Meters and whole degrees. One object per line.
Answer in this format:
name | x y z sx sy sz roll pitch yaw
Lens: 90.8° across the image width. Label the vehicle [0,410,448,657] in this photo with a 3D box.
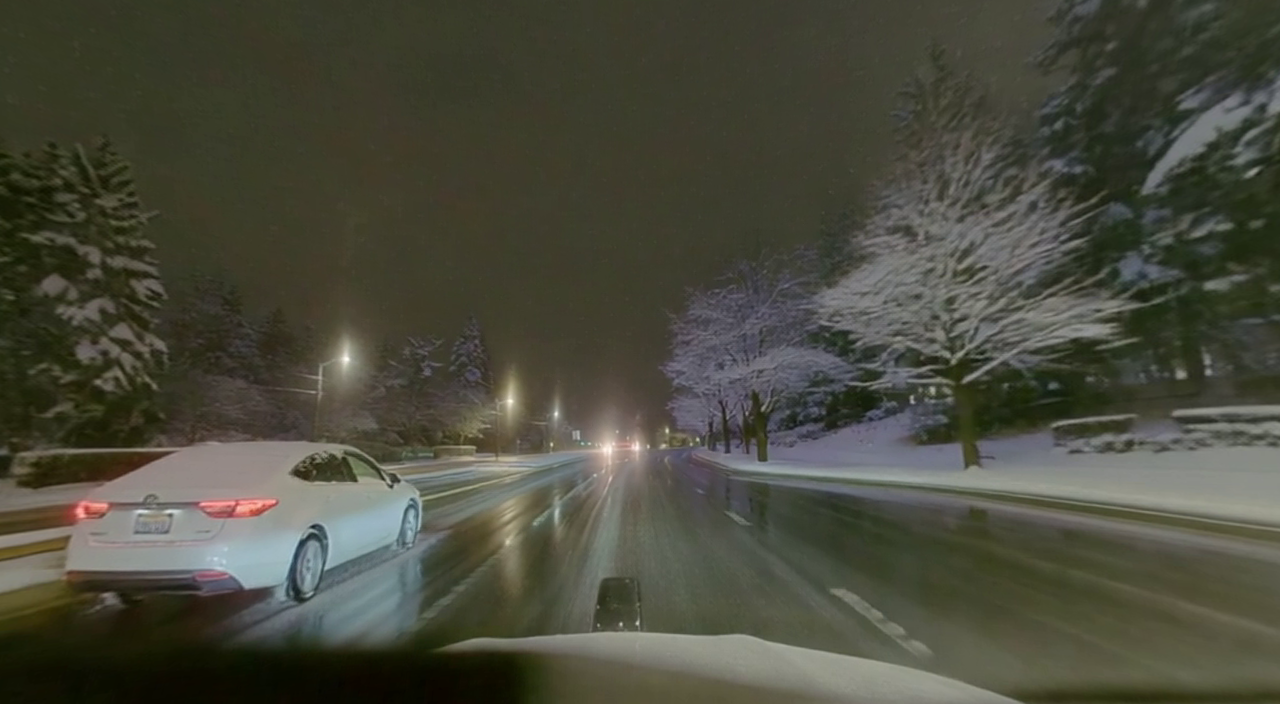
vehicle | -3.524 1.453 6.150 1.915 1.521 4.283 0 -8 1
